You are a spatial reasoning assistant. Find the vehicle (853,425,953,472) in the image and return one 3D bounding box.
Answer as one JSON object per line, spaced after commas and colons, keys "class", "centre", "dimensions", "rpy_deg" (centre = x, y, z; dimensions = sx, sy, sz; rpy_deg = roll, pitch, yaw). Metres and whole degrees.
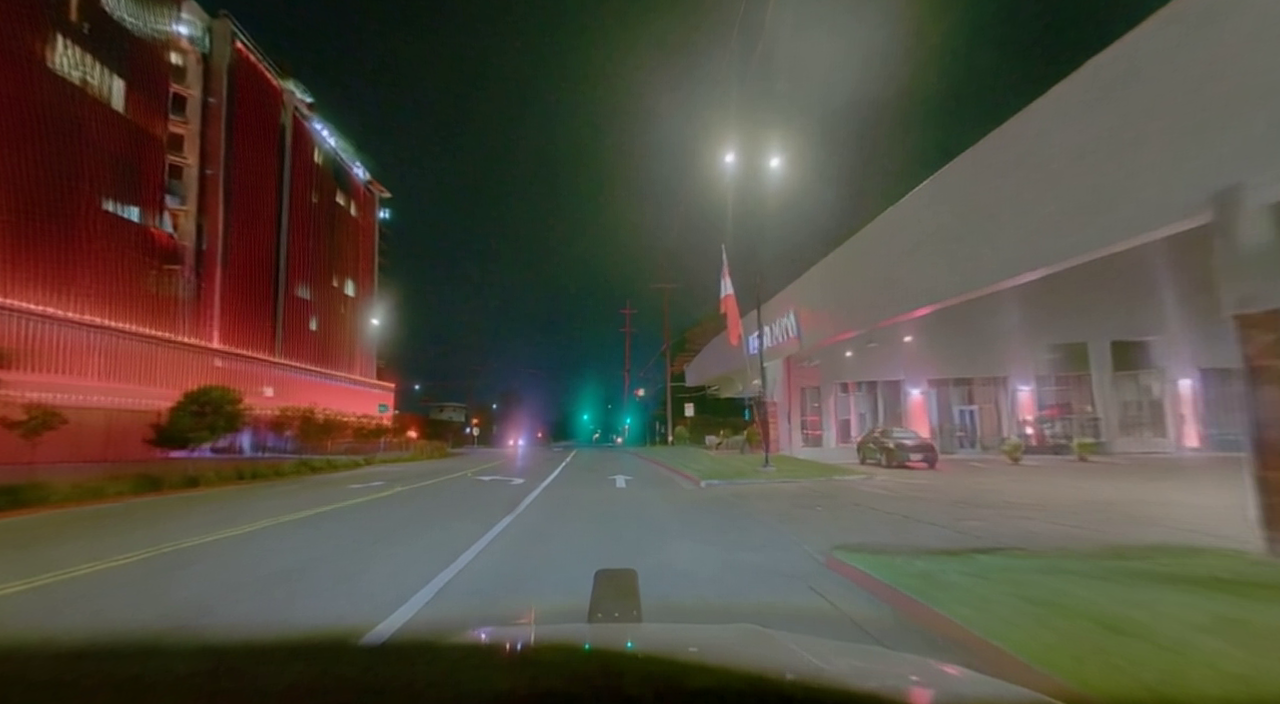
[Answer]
{"class": "vehicle", "centre": [9.222, 3.391, 22.422], "dimensions": [1.769, 1.516, 3.520], "rpy_deg": [1, -8, -6]}
